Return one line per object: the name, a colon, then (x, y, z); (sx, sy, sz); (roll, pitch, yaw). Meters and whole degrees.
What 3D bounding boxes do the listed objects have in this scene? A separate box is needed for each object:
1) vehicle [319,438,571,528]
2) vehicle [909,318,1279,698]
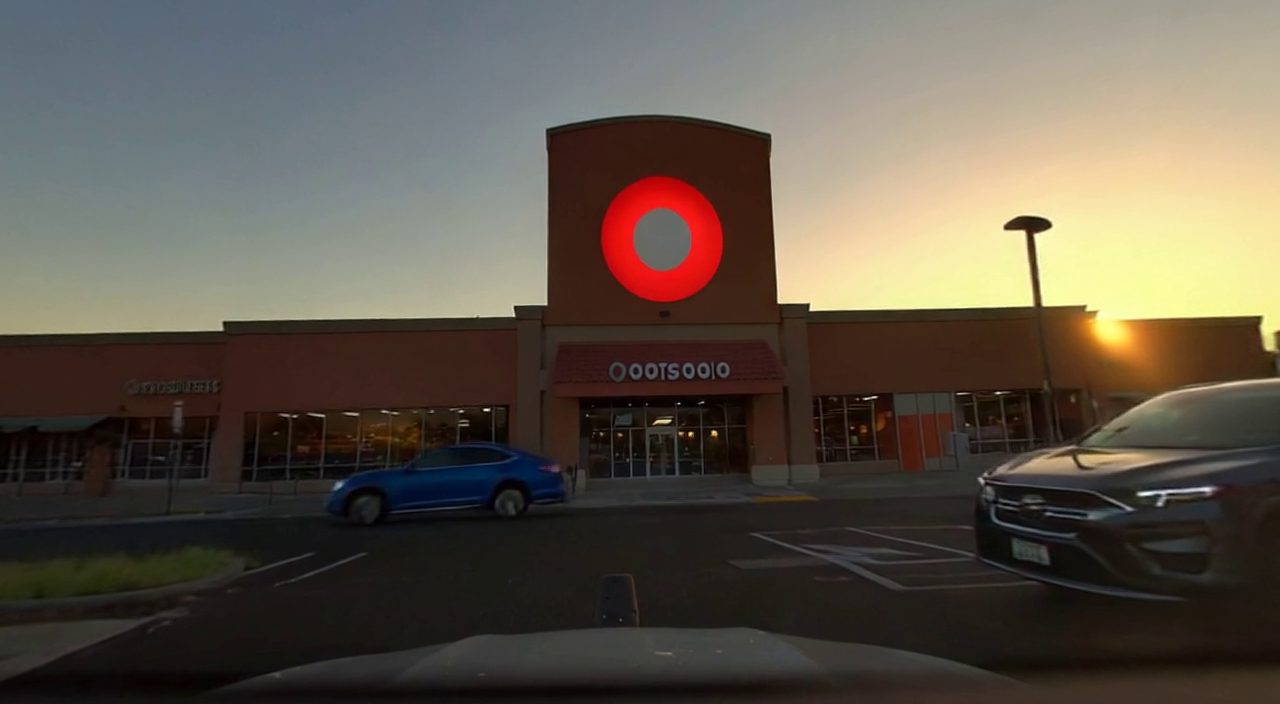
vehicle: (-4.050, 2.835, 14.034); (4.957, 1.788, 2.092); (1, -9, -6)
vehicle: (5.003, 0.981, 4.686); (4.864, 1.916, 2.413); (1, -9, -5)
